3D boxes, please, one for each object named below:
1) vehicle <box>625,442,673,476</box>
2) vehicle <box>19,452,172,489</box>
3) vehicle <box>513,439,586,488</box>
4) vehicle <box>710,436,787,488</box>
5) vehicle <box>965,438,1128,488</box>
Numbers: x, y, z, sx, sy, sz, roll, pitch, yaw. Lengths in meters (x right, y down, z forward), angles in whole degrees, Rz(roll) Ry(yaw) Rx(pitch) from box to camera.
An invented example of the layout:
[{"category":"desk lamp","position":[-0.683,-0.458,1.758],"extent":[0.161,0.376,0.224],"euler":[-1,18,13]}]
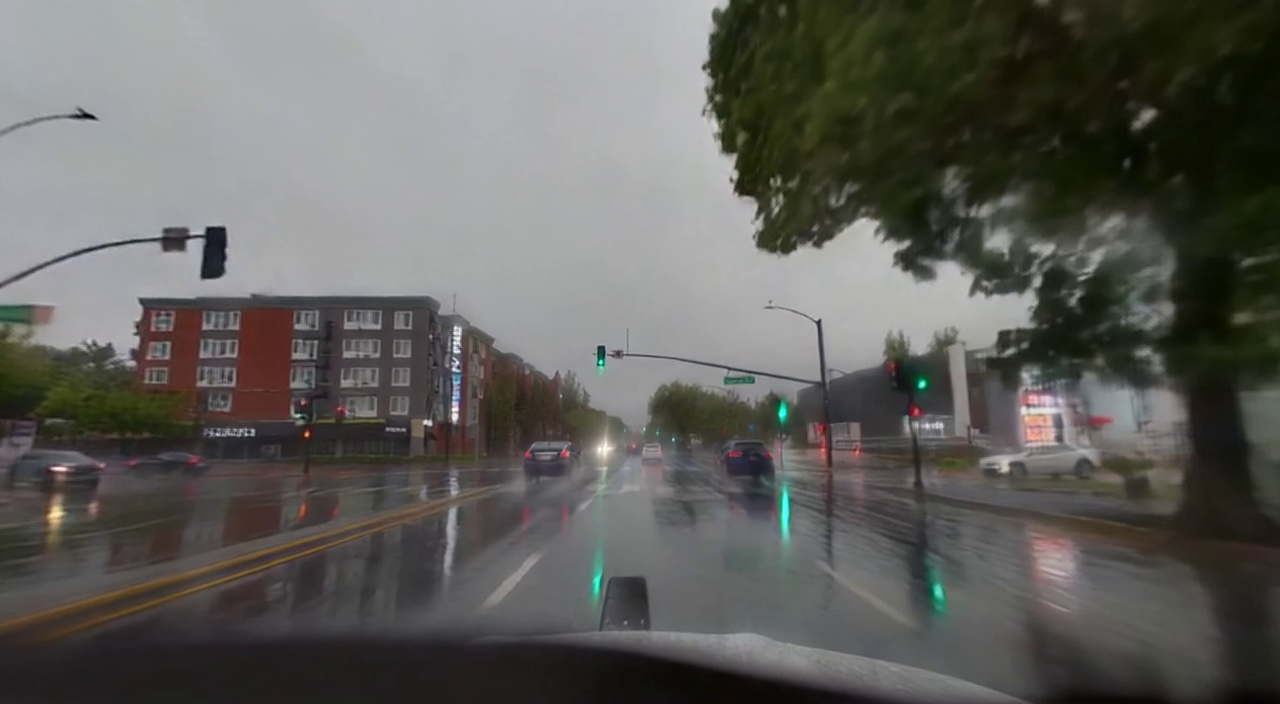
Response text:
[{"category":"vehicle","position":[0.390,4.955,29.454],"extent":[2.103,1.468,4.094],"euler":[0,-9,0]},{"category":"vehicle","position":[-23.767,5.167,27.651],"extent":[4.890,1.514,1.908],"euler":[0,-9,-1]},{"category":"vehicle","position":[-3.042,3.844,22.035],"extent":[1.860,1.510,4.073],"euler":[0,-9,1]},{"category":"vehicle","position":[3.655,3.786,21.945],"extent":[1.987,1.637,3.896],"euler":[0,-9,0]},{"category":"vehicle","position":[15.728,4.315,24.609],"extent":[4.921,1.841,1.957],"euler":[0,-9,1]}]
